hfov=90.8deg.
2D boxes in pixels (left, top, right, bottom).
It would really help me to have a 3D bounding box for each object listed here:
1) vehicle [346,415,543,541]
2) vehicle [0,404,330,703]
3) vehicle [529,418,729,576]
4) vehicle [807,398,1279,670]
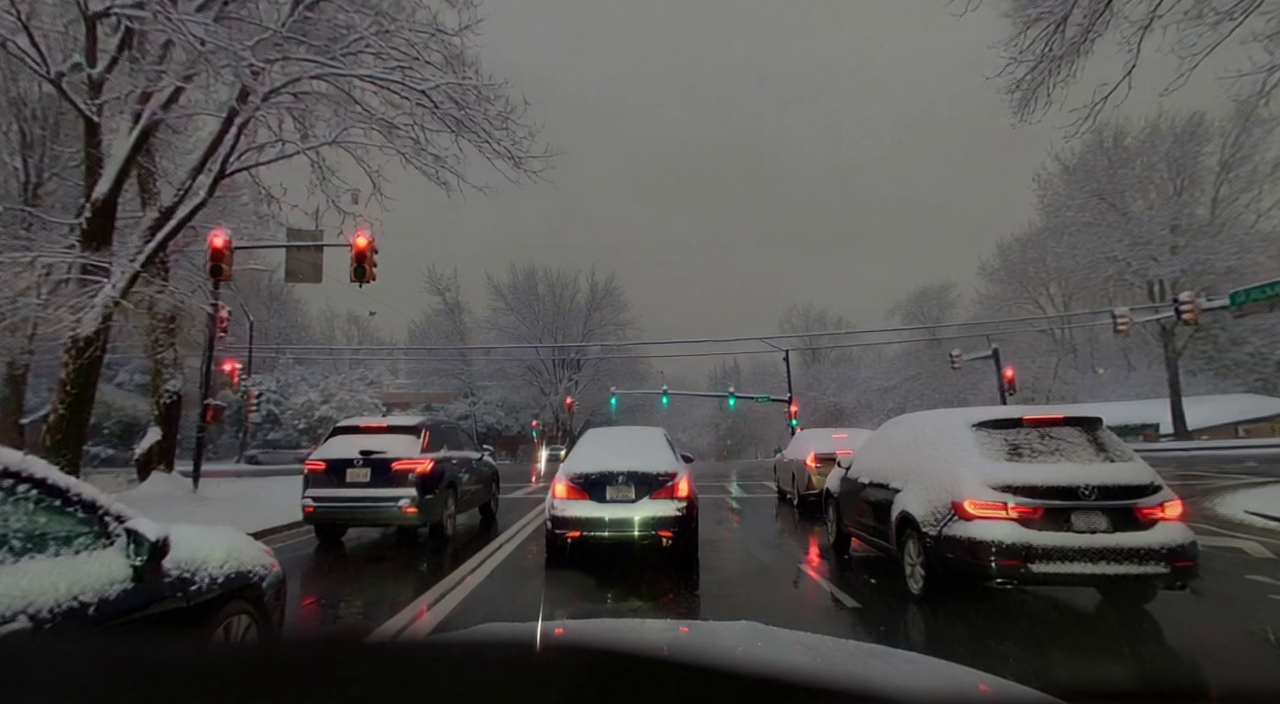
[{"bbox_3d":[-3.193,2.160,11.454,2.048,1.805,4.405,0,-8,1],"label":"vehicle"},{"bbox_3d":[-3.338,0.956,2.411,1.863,1.495,4.667,0,-8,1],"label":"vehicle"},{"bbox_3d":[-0.087,1.812,8.625,2.106,1.655,3.717,0,-8,1],"label":"vehicle"},{"bbox_3d":[3.235,1.445,6.180,2.006,1.659,4.462,0,-8,1],"label":"vehicle"}]
